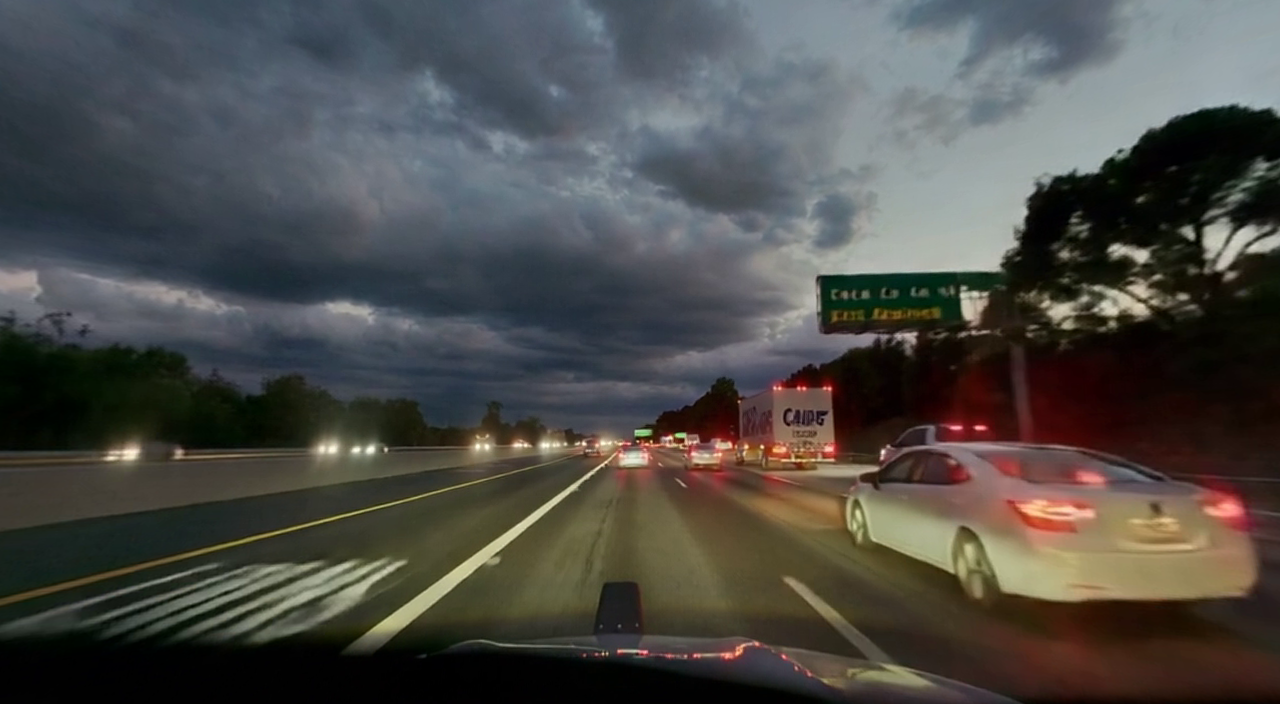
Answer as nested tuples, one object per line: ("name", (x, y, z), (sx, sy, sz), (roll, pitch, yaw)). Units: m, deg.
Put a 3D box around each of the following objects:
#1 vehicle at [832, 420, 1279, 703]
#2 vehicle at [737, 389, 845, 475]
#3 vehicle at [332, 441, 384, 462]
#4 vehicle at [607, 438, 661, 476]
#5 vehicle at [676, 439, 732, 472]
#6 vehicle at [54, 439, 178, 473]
("vehicle", (3.254, 1.371, 5.213), (1.865, 1.427, 4.448), (0, -9, -1))
("vehicle", (7.128, 4.054, 31.469), (2.799, 3.655, 8.627), (0, -9, -3))
("vehicle", (-21.252, 7.481, 47.807), (1.874, 1.496, 4.682), (0, -9, -1))
("vehicle", (-0.300, 4.433, 26.970), (2.098, 1.475, 3.997), (0, -9, -2))
("vehicle", (3.029, 5.051, 31.035), (1.993, 1.504, 4.781), (0, -9, -3))
("vehicle", (-24.620, 4.888, 29.950), (1.853, 1.466, 4.711), (0, -9, -1))
